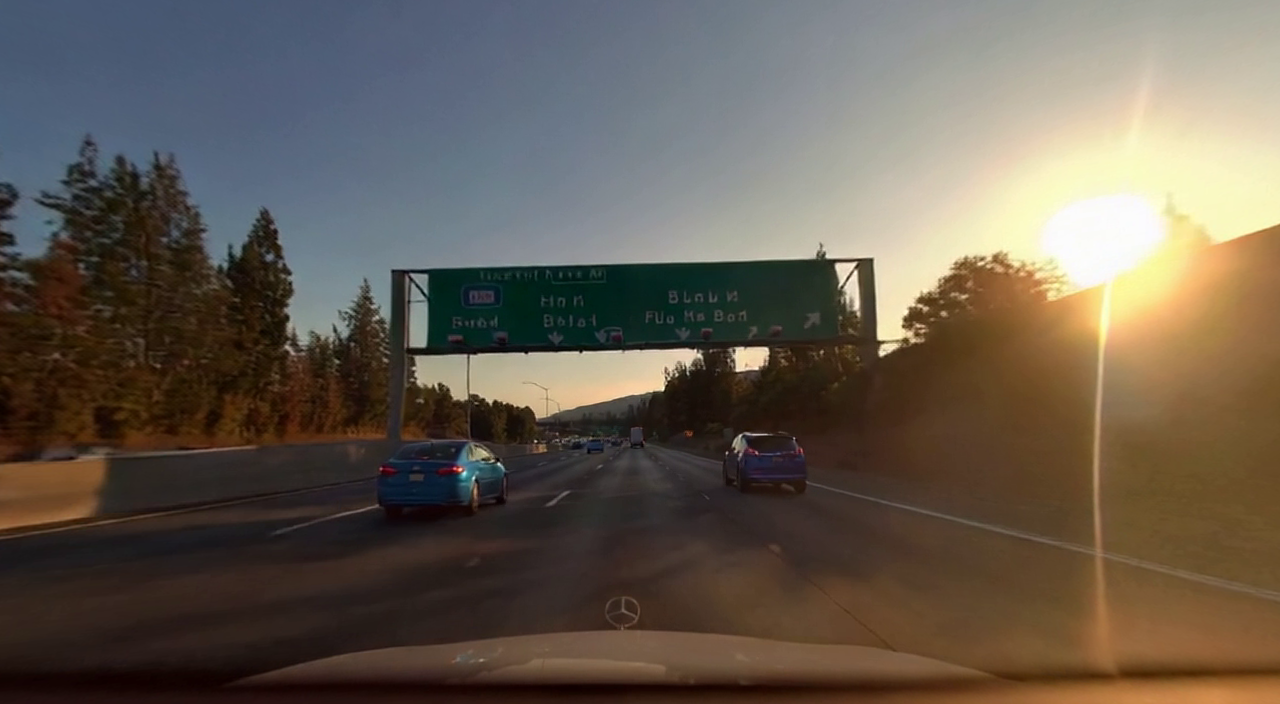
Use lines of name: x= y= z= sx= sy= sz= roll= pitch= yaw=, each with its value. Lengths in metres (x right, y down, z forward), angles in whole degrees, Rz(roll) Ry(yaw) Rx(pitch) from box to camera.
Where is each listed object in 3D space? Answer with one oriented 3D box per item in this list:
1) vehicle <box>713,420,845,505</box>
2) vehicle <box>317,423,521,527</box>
vehicle: x=3.076 y=2.559 z=14.979 sx=2.053 sy=1.714 sz=4.097 roll=0 pitch=-9 yaw=-2
vehicle: x=-3.856 y=2.268 z=12.187 sx=2.118 sy=1.573 sz=4.940 roll=0 pitch=-9 yaw=0
